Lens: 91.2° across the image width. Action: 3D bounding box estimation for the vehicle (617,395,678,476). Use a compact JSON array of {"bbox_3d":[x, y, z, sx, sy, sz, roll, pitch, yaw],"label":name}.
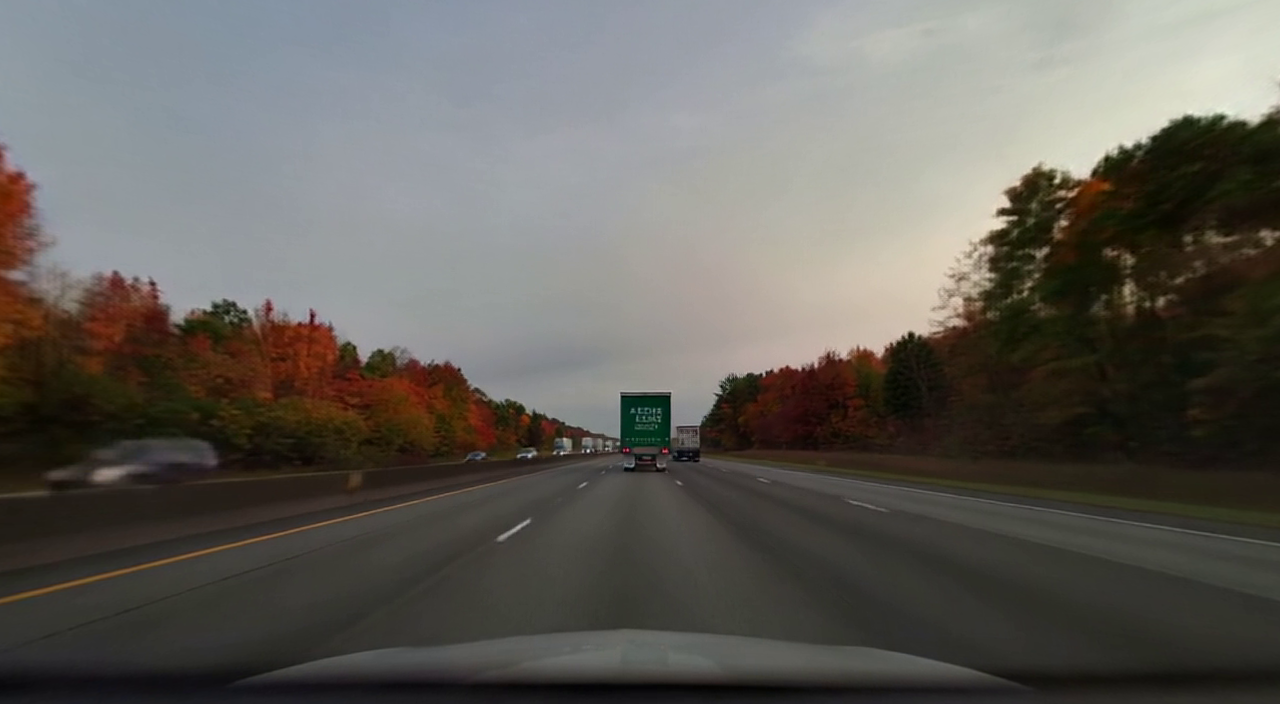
[{"bbox_3d":[0.342,5.031,37.174,3.057,4.073,10.792,0,-9,0],"label":"vehicle"}]
